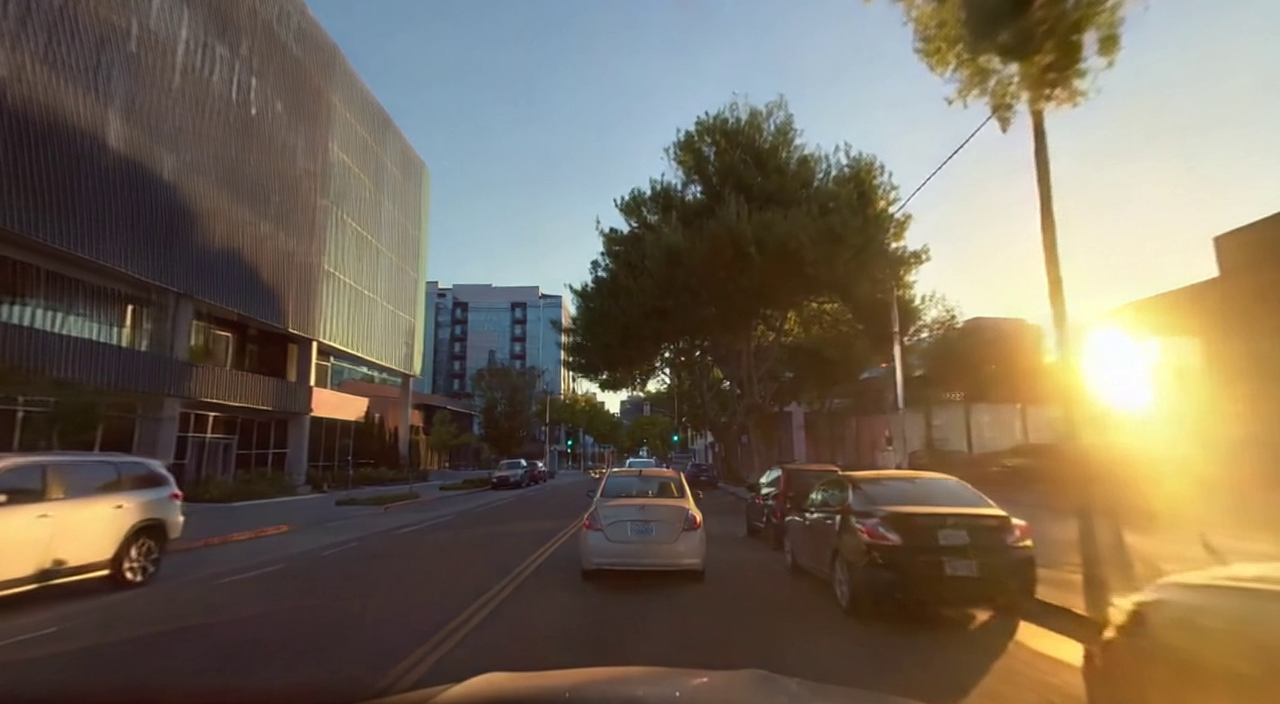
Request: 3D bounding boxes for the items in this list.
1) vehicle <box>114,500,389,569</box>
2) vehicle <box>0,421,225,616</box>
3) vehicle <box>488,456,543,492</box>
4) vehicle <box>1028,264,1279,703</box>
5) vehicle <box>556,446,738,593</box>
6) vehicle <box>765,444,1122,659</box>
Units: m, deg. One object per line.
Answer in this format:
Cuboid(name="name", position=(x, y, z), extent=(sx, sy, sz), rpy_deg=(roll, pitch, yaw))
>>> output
Cuboid(name="vehicle", position=(-6.827, 3.324, 11.901), extent=(2.223, 0.774, 4.789), rpy_deg=(1, -10, 0))
Cuboid(name="vehicle", position=(-6.715, 1.690, 6.319), extent=(1.994, 1.701, 4.520), rpy_deg=(-3, -12, -1))
Cuboid(name="vehicle", position=(-6.560, 6.538, 33.494), extent=(2.024, 1.654, 4.396), rpy_deg=(-3, -12, 0))
Cuboid(name="vehicle", position=(2.752, 0.512, 0.602), extent=(1.868, 1.920, 4.501), rpy_deg=(1, -11, 1))
Cuboid(name="vehicle", position=(0.081, 2.205, 8.886), extent=(2.018, 1.583, 3.646), rpy_deg=(1, -11, 0))
Cuboid(name="vehicle", position=(2.678, 1.872, 6.800), extent=(1.884, 1.566, 4.018), rpy_deg=(1, -11, 1))
